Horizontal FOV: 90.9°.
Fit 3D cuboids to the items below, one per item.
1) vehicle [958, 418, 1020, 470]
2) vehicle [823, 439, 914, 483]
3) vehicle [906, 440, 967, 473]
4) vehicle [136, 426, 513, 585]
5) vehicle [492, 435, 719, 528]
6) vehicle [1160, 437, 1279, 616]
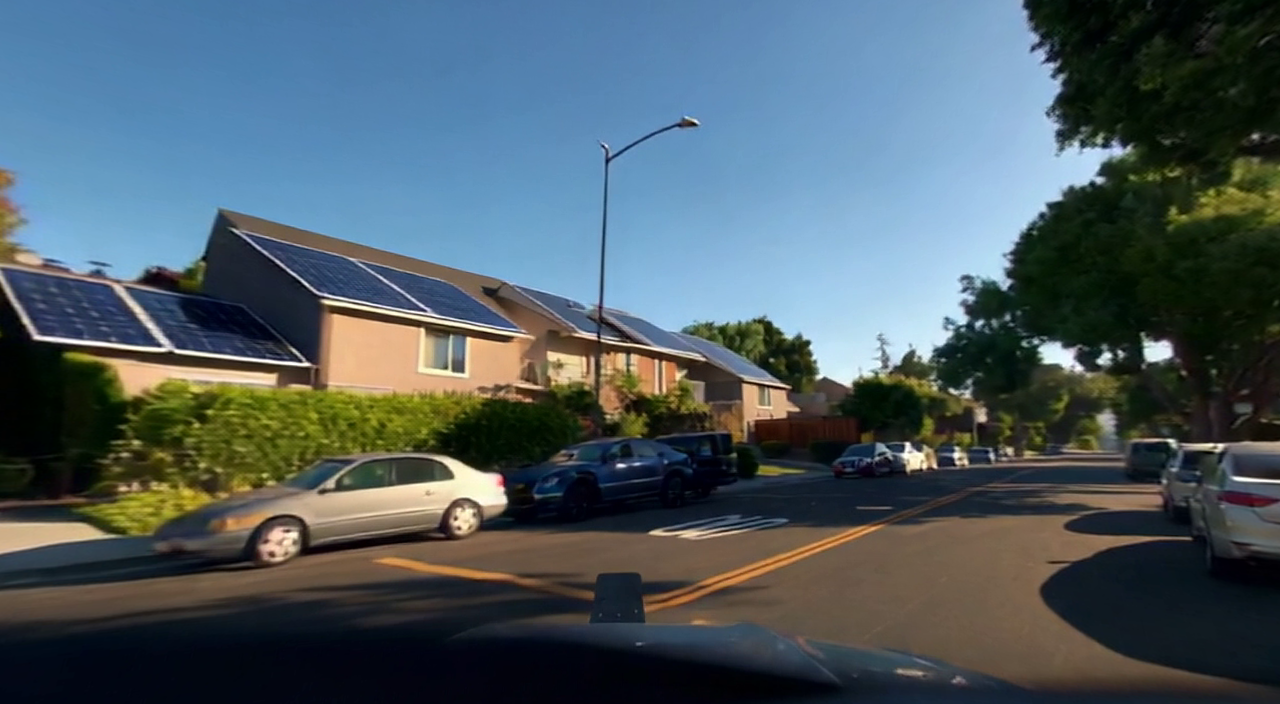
[{"bbox_3d":[27.184,7.042,48.789,2.896,3.648,8.004,-6,-9,36],"label":"vehicle"},{"bbox_3d":[9.017,4.221,24.599,1.901,1.472,4.676,-11,-13,35],"label":"vehicle"},{"bbox_3d":[15.786,5.582,33.376,1.818,1.563,4.483,-8,-14,37],"label":"vehicle"},{"bbox_3d":[-3.729,1.802,8.092,1.805,1.488,3.838,-7,-12,37],"label":"vehicle"},{"bbox_3d":[-0.467,2.394,12.334,1.848,1.406,4.601,-9,-11,37],"label":"vehicle"},{"bbox_3d":[7.168,1.684,6.906,1.969,1.478,4.632,-6,-9,37],"label":"vehicle"}]
